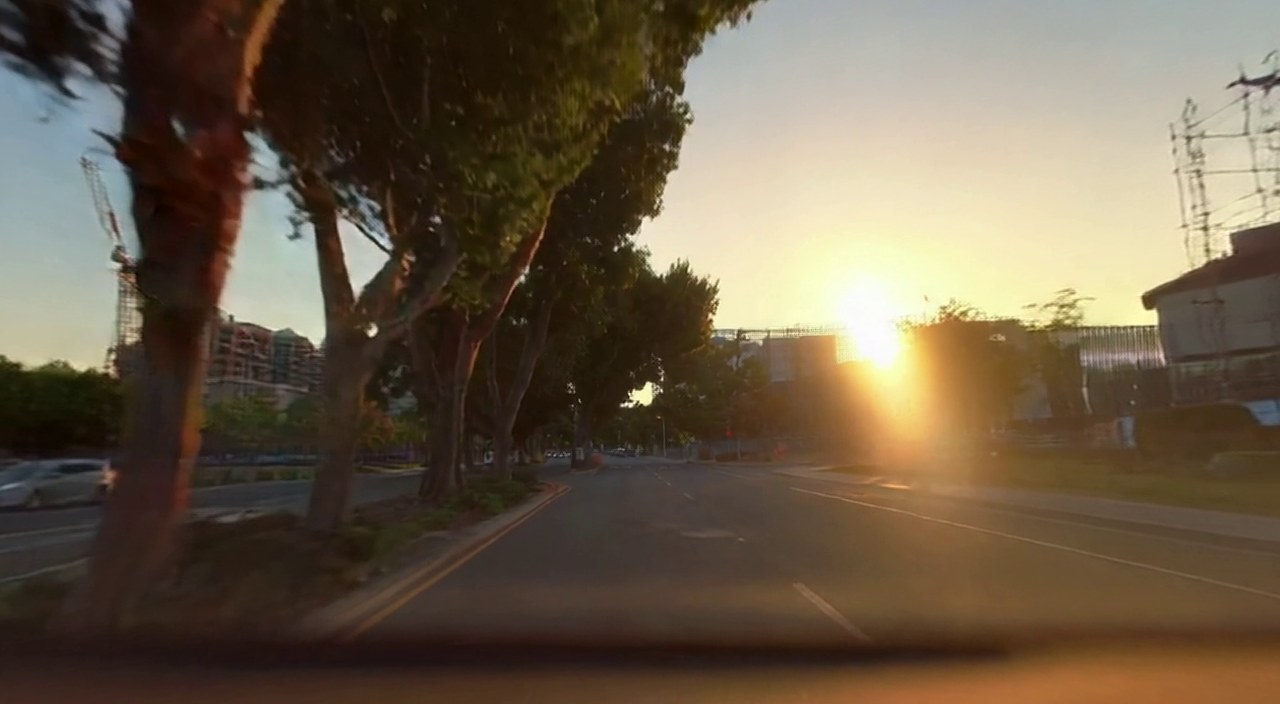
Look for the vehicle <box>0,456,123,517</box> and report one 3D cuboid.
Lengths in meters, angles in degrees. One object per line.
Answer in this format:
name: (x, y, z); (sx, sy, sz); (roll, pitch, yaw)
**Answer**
vehicle: (-18.101, 3.907, 18.767); (1.877, 1.557, 4.423); (0, -9, -3)
